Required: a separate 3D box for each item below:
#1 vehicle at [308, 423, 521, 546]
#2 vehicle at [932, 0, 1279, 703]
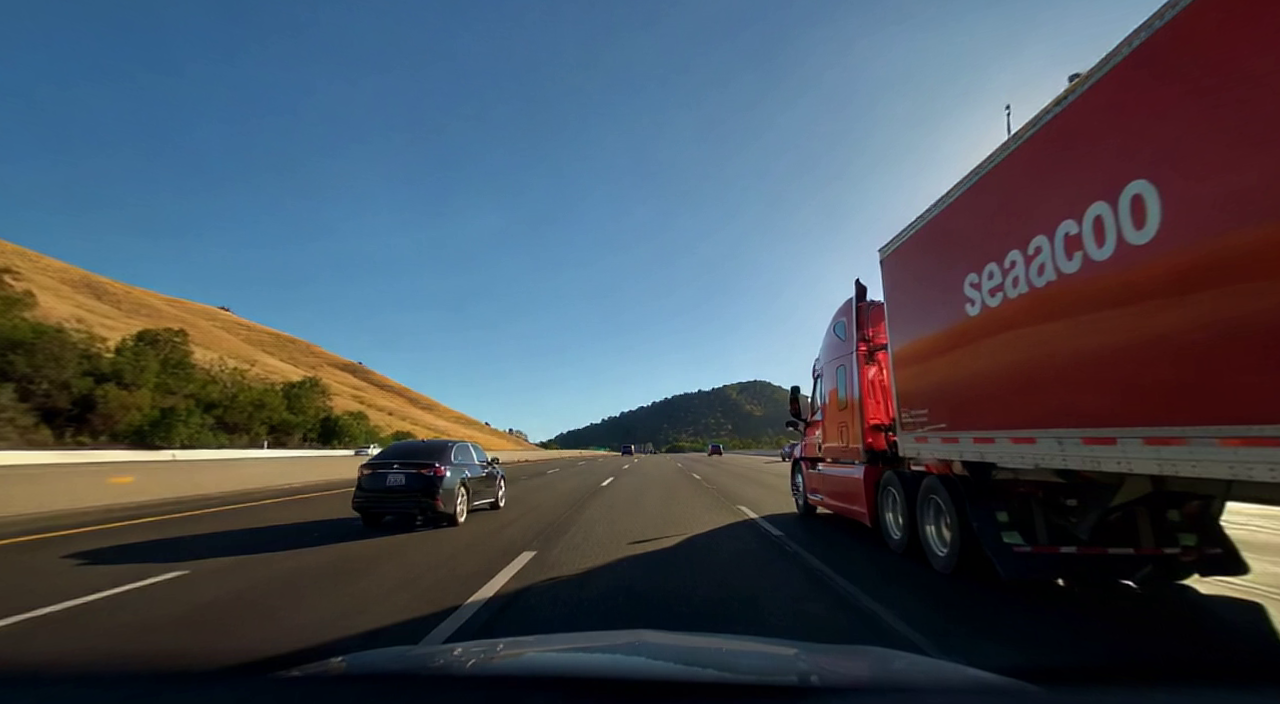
[{"bbox_3d":[-3.391,2.066,10.395,1.967,1.615,3.886,0,-8,2],"label":"vehicle"},{"bbox_3d":[3.990,-0.276,1.067,2.760,3.903,9.022,0,-8,1],"label":"vehicle"}]
